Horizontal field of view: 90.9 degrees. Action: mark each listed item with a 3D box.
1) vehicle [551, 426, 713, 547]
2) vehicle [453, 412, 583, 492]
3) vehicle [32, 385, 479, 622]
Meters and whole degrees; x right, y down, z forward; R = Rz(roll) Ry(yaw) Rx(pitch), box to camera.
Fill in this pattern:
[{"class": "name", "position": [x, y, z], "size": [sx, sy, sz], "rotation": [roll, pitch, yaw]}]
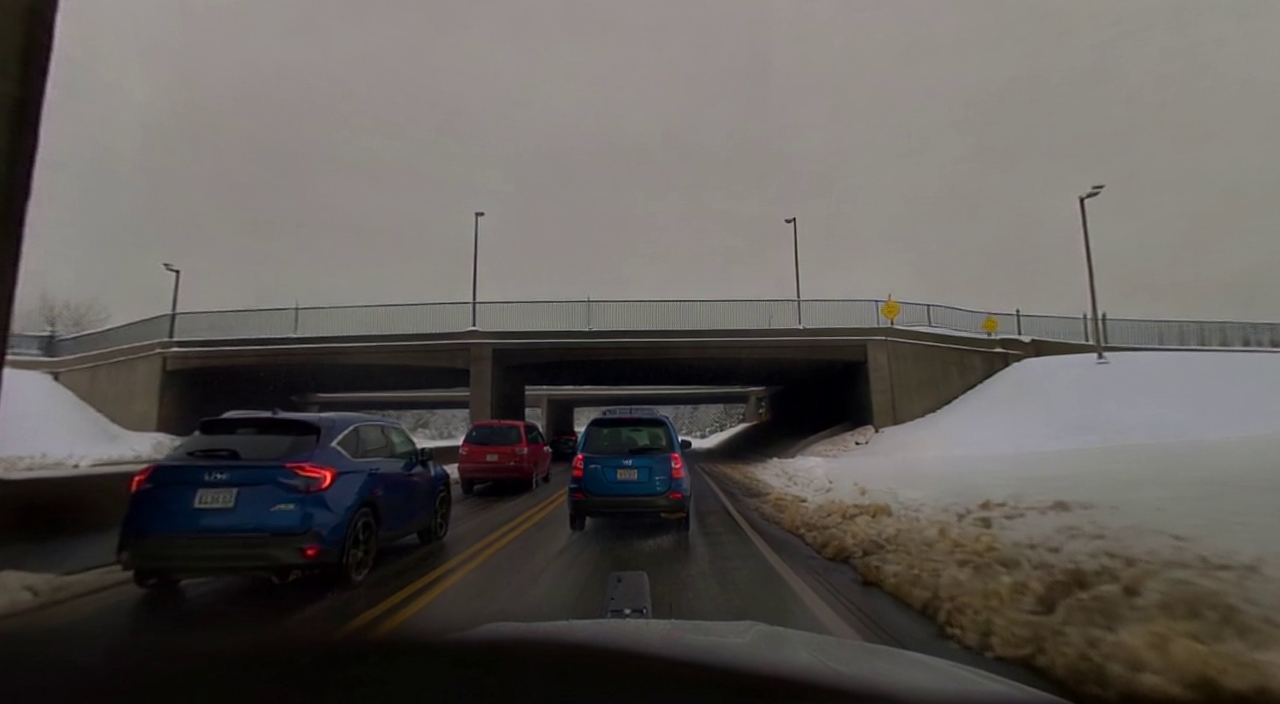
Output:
[{"class": "vehicle", "position": [-0.015, 1.977, 9.932], "size": [2.020, 1.478, 4.092], "rotation": [0, -9, 3]}, {"class": "vehicle", "position": [-3.245, 2.878, 18.341], "size": [2.329, 1.948, 5.800], "rotation": [-1, -9, 3]}, {"class": "vehicle", "position": [-3.480, 1.473, 7.079], "size": [2.017, 1.761, 4.572], "rotation": [0, -9, 2]}]
